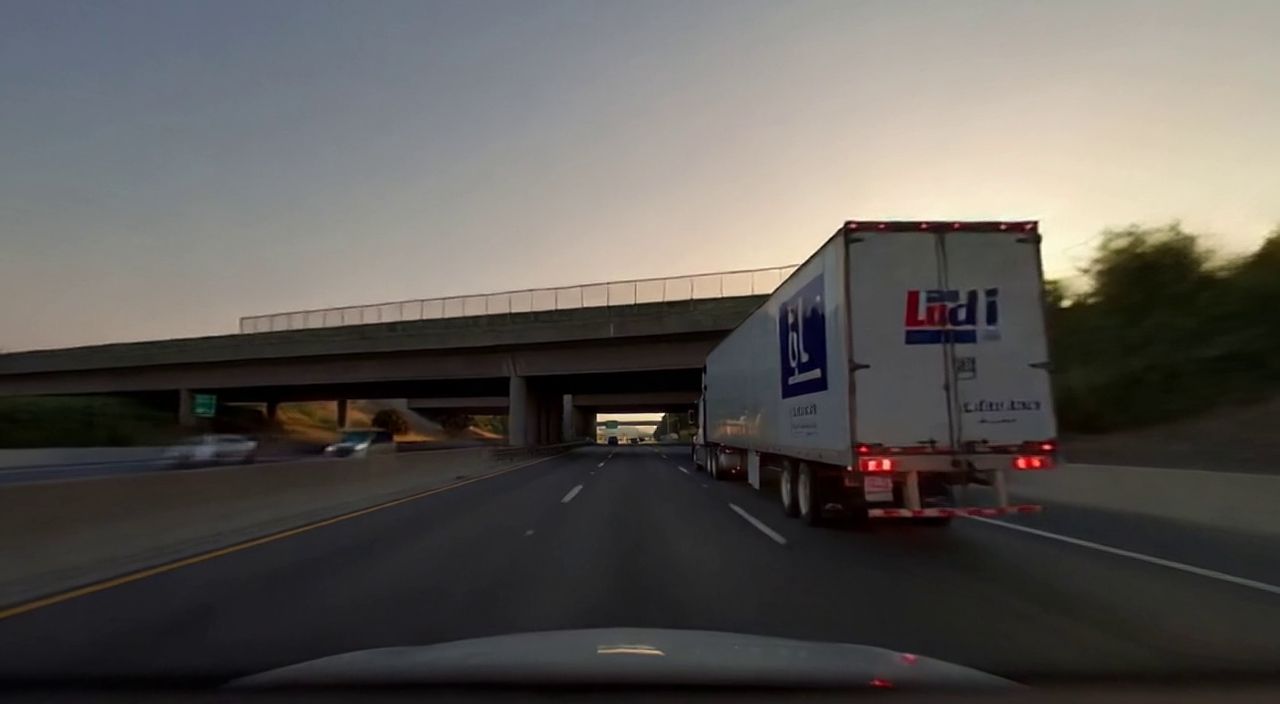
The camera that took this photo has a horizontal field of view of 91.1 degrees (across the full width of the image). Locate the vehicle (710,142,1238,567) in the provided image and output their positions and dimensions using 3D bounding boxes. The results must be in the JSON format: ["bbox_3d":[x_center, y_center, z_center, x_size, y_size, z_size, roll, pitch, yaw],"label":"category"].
[{"bbox_3d":[3.987,0.912,13.457,3.034,4.194,14.704,0,-8,-1],"label":"vehicle"}]

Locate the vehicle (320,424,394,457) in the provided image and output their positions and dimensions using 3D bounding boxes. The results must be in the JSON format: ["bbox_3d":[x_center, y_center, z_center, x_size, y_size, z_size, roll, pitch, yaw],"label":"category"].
[{"bbox_3d":[-15.457,4.863,34.597,1.915,1.657,4.532,0,-8,1],"label":"vehicle"}]

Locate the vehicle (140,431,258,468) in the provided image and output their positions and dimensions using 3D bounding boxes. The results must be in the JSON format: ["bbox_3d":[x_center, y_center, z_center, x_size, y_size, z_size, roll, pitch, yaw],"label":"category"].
[{"bbox_3d":[-19.254,4.259,27.746,1.891,1.495,4.650,0,-8,-1],"label":"vehicle"}]
